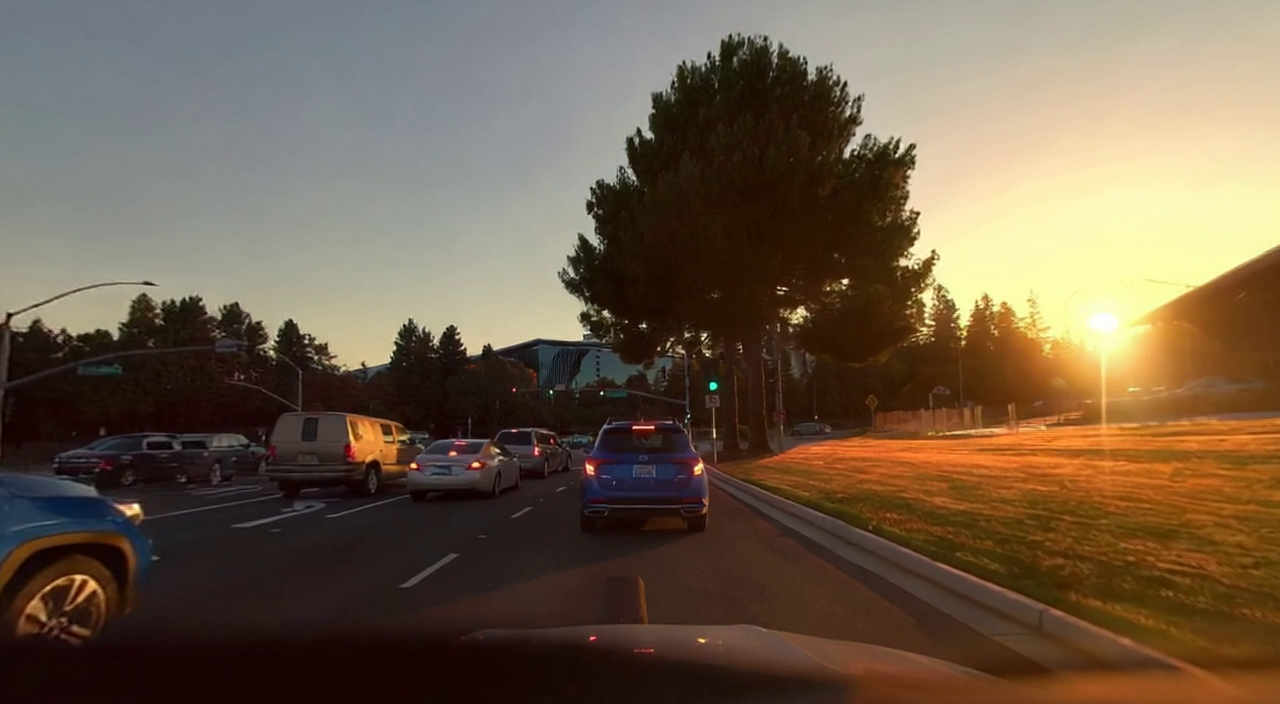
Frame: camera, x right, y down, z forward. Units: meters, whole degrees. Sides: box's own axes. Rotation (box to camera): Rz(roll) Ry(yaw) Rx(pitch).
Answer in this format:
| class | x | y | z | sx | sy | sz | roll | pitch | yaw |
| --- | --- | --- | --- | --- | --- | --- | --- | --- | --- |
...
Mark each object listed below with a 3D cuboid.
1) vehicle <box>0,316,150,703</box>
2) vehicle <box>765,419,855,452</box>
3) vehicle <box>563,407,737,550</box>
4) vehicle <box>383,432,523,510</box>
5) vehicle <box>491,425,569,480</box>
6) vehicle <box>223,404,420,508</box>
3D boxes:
| class | x | y | z | sx | sy | sz | roll | pitch | yaw |
| --- | --- | --- | --- | --- | --- | --- | --- | --- | --- |
| vehicle | -4.060 | 0.552 | 1.264 | 2.088 | 1.947 | 5.119 | 0 | -9 | -1 |
| vehicle | 10.709 | 5.326 | 40.075 | 5.152 | 2.001 | 2.060 | -1 | -9 | 4 |
| vehicle | 0.101 | 1.828 | 9.709 | 2.055 | 1.681 | 4.270 | 0 | -9 | -1 |
| vehicle | -4.077 | 2.675 | 14.620 | 1.942 | 1.523 | 4.212 | 0 | -9 | 0 |
| vehicle | -3.909 | 3.684 | 23.322 | 2.043 | 1.813 | 4.549 | 0 | -9 | 0 |
| vehicle | -7.388 | 2.501 | 15.513 | 2.195 | 2.093 | 5.185 | 0 | -9 | -1 |
